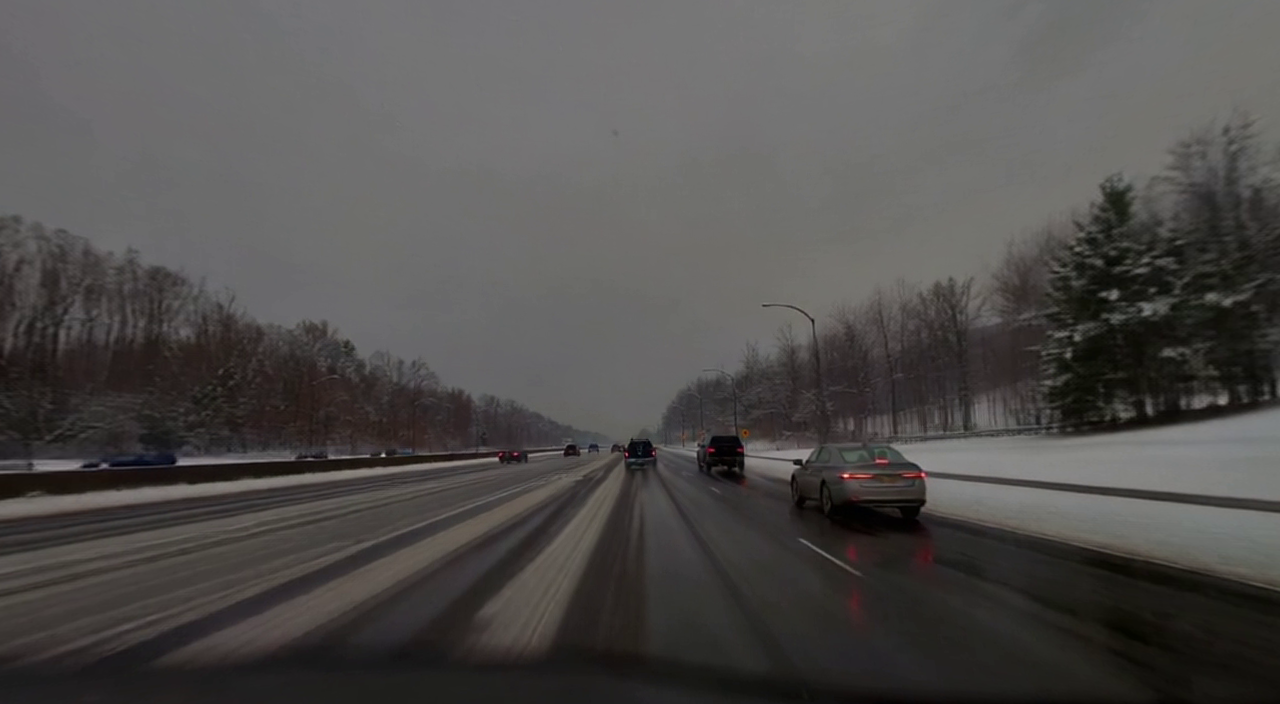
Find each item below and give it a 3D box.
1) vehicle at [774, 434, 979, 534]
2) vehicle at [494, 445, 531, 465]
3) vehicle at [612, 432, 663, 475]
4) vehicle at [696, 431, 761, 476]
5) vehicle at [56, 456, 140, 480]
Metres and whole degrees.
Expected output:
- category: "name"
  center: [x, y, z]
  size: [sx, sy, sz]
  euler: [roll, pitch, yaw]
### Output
- category: "vehicle"
  center: [4.156, 2.393, 12.114]
  size: [2.057, 1.508, 4.767]
  euler: [0, -9, 0]
- category: "vehicle"
  center: [-9.960, 8.077, 49.475]
  size: [1.989, 1.529, 4.433]
  euler: [0, -9, 1]
- category: "vehicle"
  center: [-0.095, 5.068, 31.565]
  size: [2.372, 1.957, 5.121]
  euler: [0, -9, 0]
- category: "vehicle"
  center: [4.268, 5.018, 31.413]
  size: [2.388, 1.998, 5.749]
  euler: [0, -9, 0]
- category: "vehicle"
  center: [-39.099, 8.347, 45.583]
  size: [2.022, 1.549, 4.601]
  euler: [0, -9, 0]
